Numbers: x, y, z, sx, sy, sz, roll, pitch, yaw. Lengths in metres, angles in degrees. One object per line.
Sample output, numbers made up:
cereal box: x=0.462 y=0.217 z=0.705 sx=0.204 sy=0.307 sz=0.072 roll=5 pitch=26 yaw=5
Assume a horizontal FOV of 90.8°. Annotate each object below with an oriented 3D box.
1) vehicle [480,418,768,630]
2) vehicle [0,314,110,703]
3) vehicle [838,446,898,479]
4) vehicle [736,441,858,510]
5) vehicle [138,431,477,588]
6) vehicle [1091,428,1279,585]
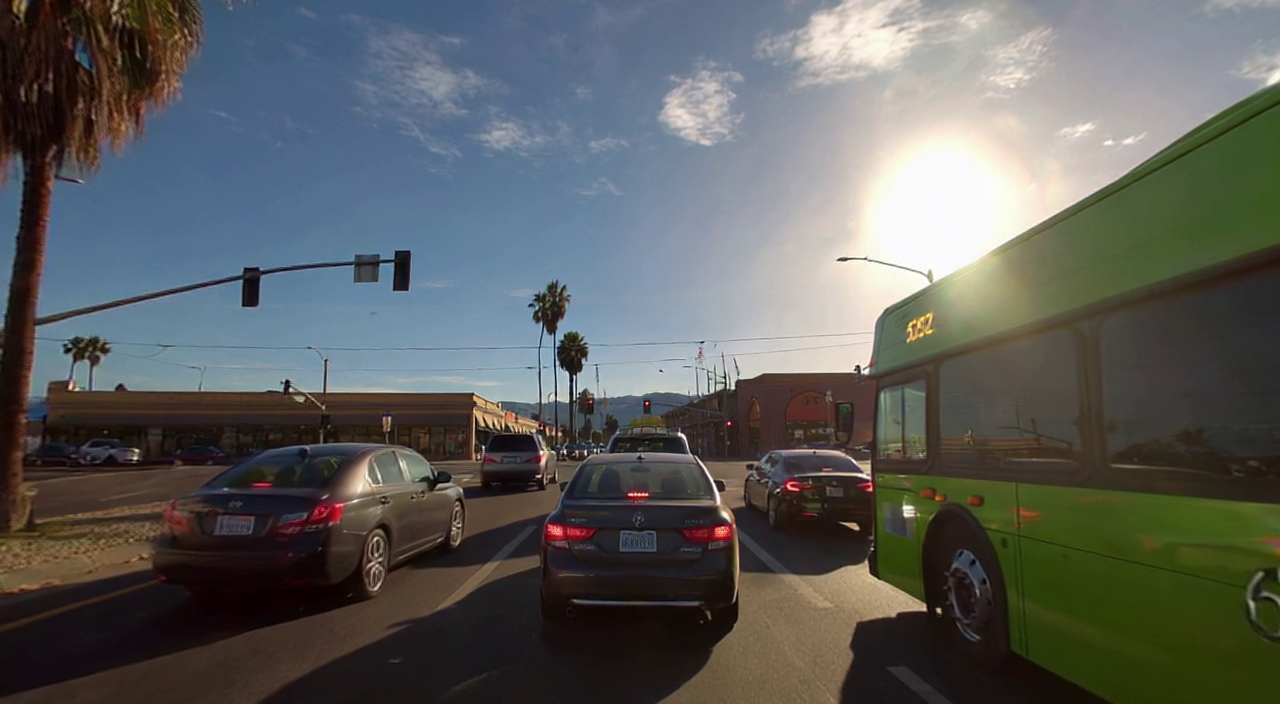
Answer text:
vehicle: x=-0.120 y=1.528 z=6.520 sx=2.060 sy=1.499 sz=3.831 roll=0 pitch=-9 yaw=0
vehicle: x=-3.571 y=0.467 z=0.323 sx=2.145 sy=1.824 sz=4.974 roll=0 pitch=-9 yaw=2
vehicle: x=11.938 y=5.712 z=32.944 sx=2.089 sy=1.597 sz=4.440 roll=-5 pitch=-10 yaw=30
vehicle: x=3.726 y=2.997 z=15.859 sx=1.989 sy=1.467 sz=4.364 roll=0 pitch=-9 yaw=1
vehicle: x=-3.610 y=1.768 z=7.952 sx=1.919 sy=1.415 sz=4.178 roll=0 pitch=-9 yaw=1
vehicle: x=7.700 y=1.678 z=7.075 sx=2.181 sy=1.607 sz=4.236 roll=0 pitch=-9 yaw=1
